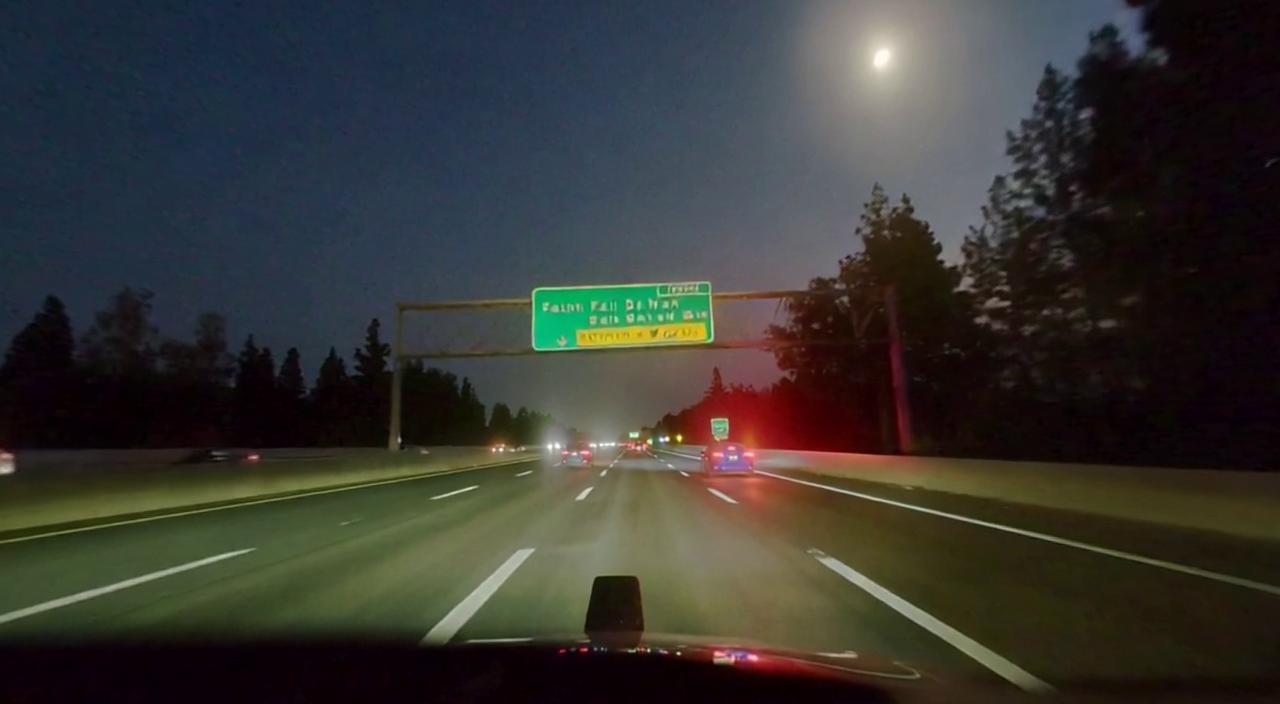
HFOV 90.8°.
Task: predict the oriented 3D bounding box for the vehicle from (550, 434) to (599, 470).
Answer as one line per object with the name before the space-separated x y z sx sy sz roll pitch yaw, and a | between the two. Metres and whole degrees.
vehicle | -3.441 5.402 34.208 2.173 1.793 4.564 0 -9 0

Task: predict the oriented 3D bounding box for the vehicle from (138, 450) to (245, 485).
vehicle | -20.717 5.327 29.457 1.792 1.445 4.345 0 -9 0

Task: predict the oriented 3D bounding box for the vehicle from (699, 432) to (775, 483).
vehicle | 3.443 3.863 23.339 2.053 1.714 4.097 0 -9 -1
